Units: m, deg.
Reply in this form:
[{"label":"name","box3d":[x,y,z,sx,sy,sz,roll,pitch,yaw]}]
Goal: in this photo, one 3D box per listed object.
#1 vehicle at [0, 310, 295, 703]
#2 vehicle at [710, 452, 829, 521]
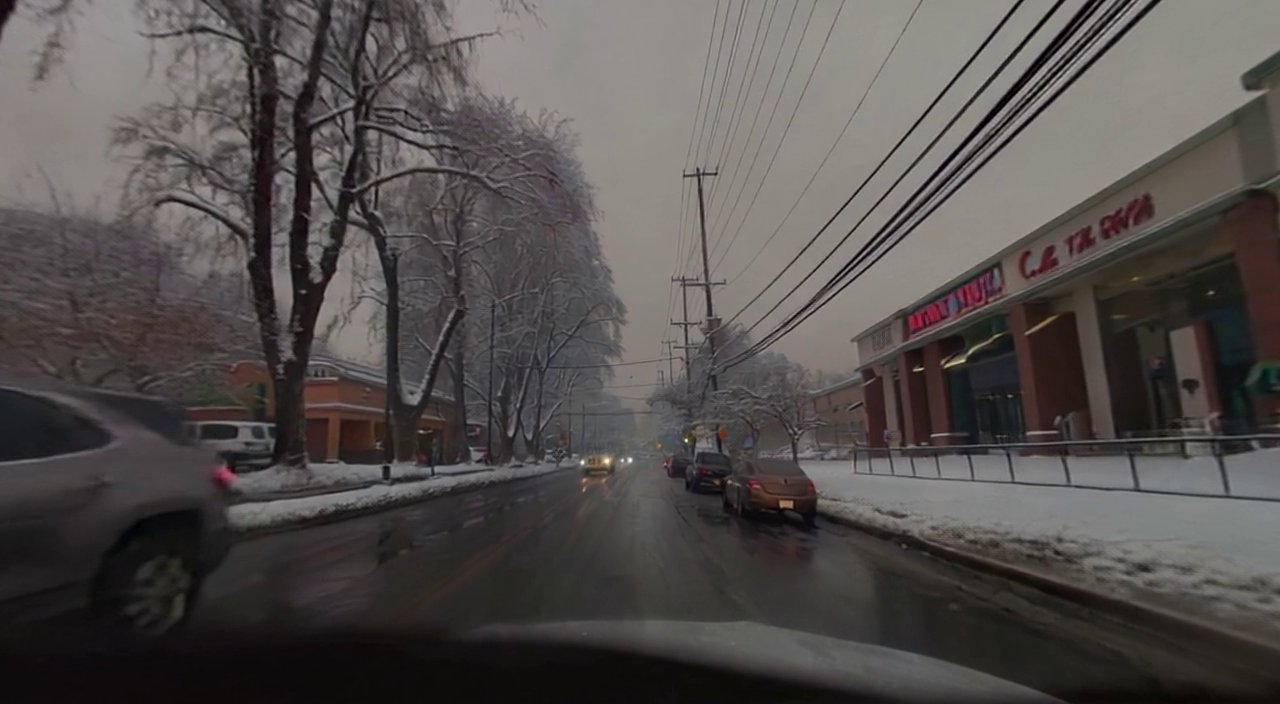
[{"label":"vehicle","box3d":[-4.018,0.788,2.544,2.495,1.966,4.846,0,-8,0]},{"label":"vehicle","box3d":[2.923,3.112,15.177,1.877,1.373,3.854,0,-8,-3]}]
